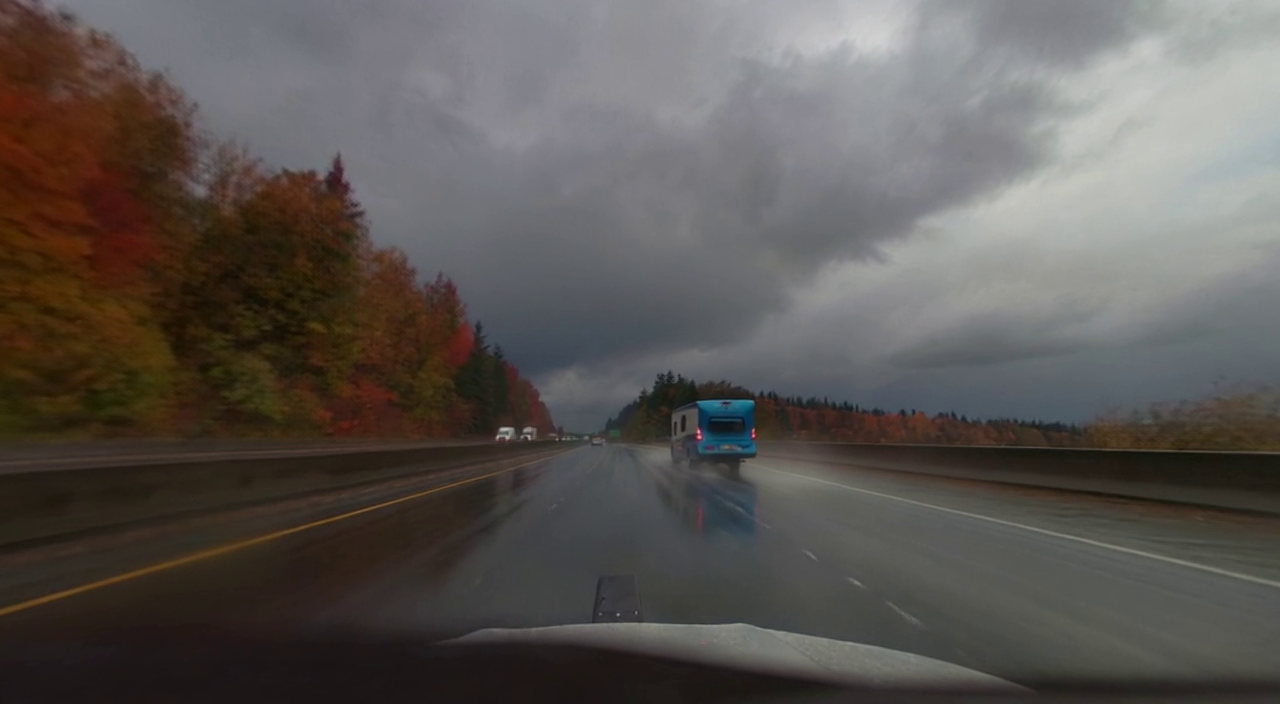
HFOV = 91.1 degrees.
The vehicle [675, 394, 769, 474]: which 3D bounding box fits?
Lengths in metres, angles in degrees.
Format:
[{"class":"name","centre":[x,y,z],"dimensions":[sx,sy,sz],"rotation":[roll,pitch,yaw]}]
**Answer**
[{"class":"vehicle","centre":[3.198,3.470,26.598],"dimensions":[2.815,2.876,7.101],"rotation":[0,-8,-2]}]
